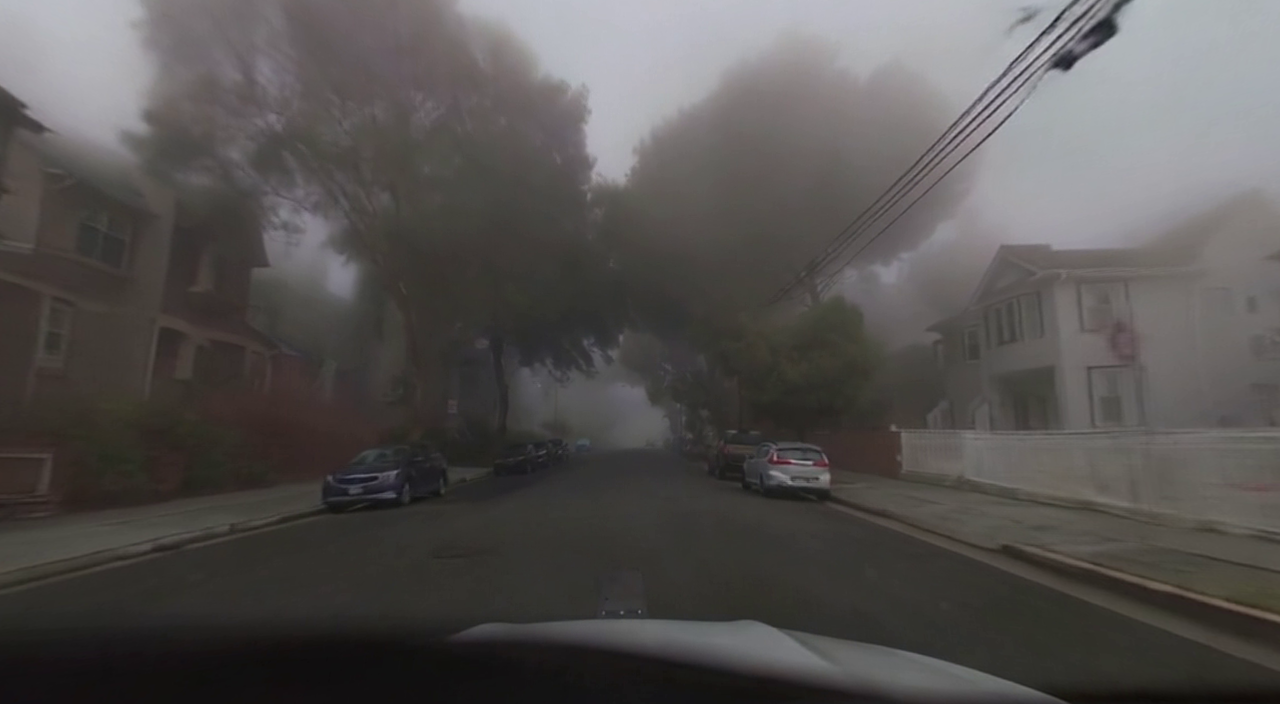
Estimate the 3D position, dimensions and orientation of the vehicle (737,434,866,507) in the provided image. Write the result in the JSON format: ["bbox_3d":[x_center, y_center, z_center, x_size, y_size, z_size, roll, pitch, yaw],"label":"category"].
[{"bbox_3d":[3.736,2.820,15.479,1.968,1.505,4.368,0,-9,0],"label":"vehicle"}]

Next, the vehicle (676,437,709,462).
[{"bbox_3d":[3.787,7.145,46.516,1.952,1.738,4.518,0,-9,-1],"label":"vehicle"}]

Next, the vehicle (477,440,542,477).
[{"bbox_3d":[-5.758,4.752,28.427,1.998,1.485,4.476,0,-8,-1],"label":"vehicle"}]

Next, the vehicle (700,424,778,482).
[{"bbox_3d":[3.629,3.829,24.212,2.158,1.977,4.750,0,-9,-1],"label":"vehicle"}]

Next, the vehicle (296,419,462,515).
[{"bbox_3d":[-5.909,2.693,15.026,2.106,1.760,4.573,-4,-9,-2],"label":"vehicle"}]
